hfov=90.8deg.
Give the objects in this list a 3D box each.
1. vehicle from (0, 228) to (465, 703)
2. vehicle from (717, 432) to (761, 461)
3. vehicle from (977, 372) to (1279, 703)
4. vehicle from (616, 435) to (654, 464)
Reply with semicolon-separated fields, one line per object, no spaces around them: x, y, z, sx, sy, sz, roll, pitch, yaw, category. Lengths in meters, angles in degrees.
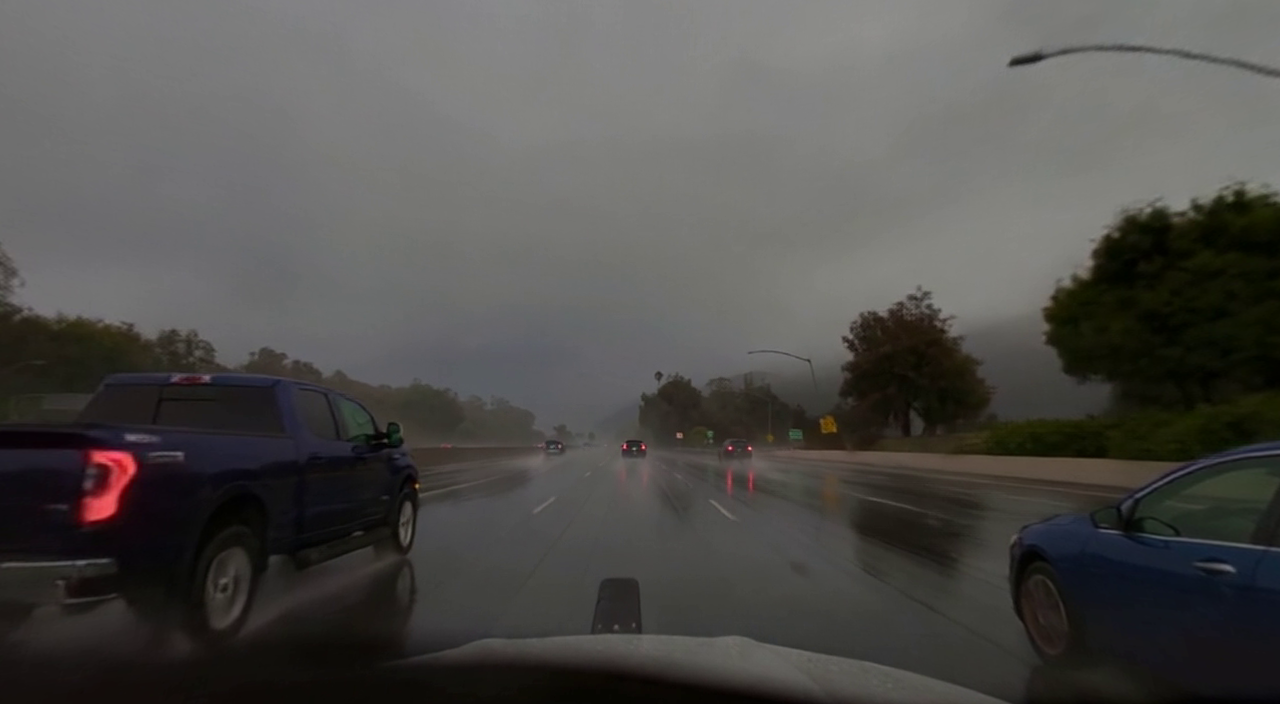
-3.715;0.954;5.650;2.592;2.179;6.034;0;-8;-1;vehicle
6.848;6.598;44.249;2.103;1.898;5.310;0;-8;-1;vehicle
3.082;0.731;1.365;2.072;1.501;4.694;0;-8;-1;vehicle
-0.317;5.853;38.088;2.157;1.642;4.189;0;-8;-1;vehicle
